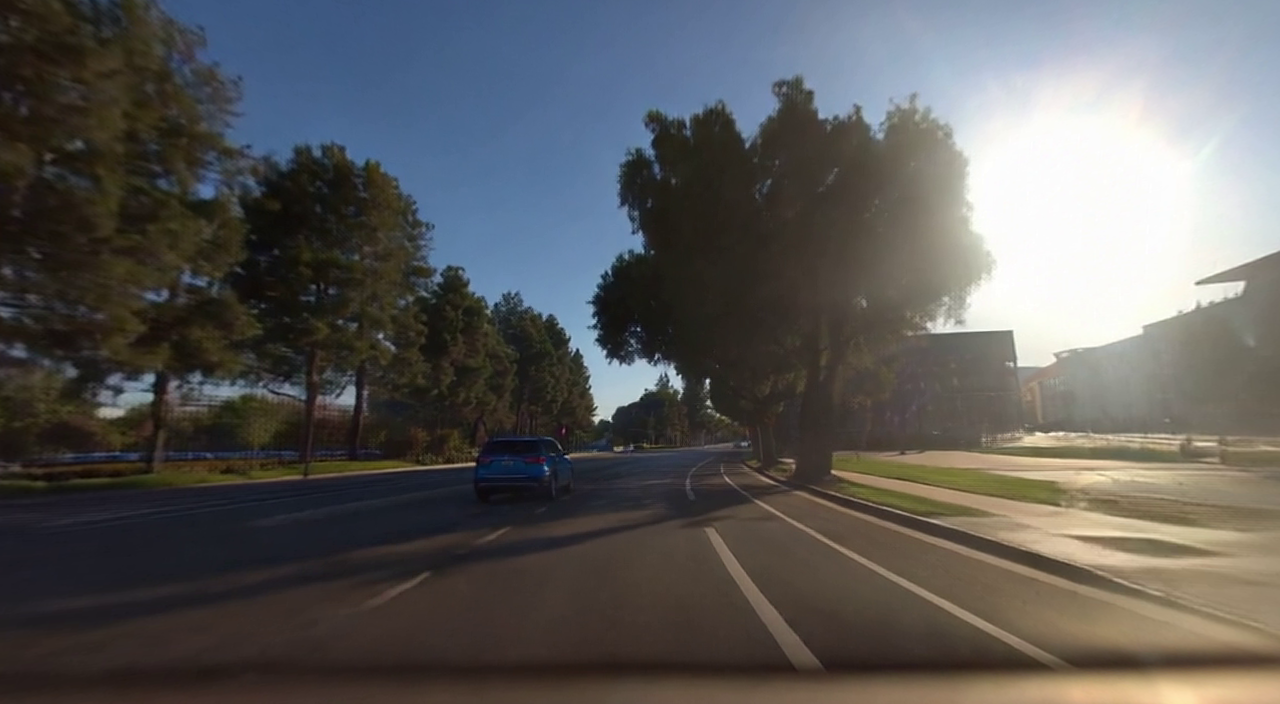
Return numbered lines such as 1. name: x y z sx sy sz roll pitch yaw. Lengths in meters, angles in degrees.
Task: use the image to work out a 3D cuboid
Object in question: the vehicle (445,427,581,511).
1. vehicle: -2.882 2.789 15.469 2.121 1.724 4.392 -1 -9 4
